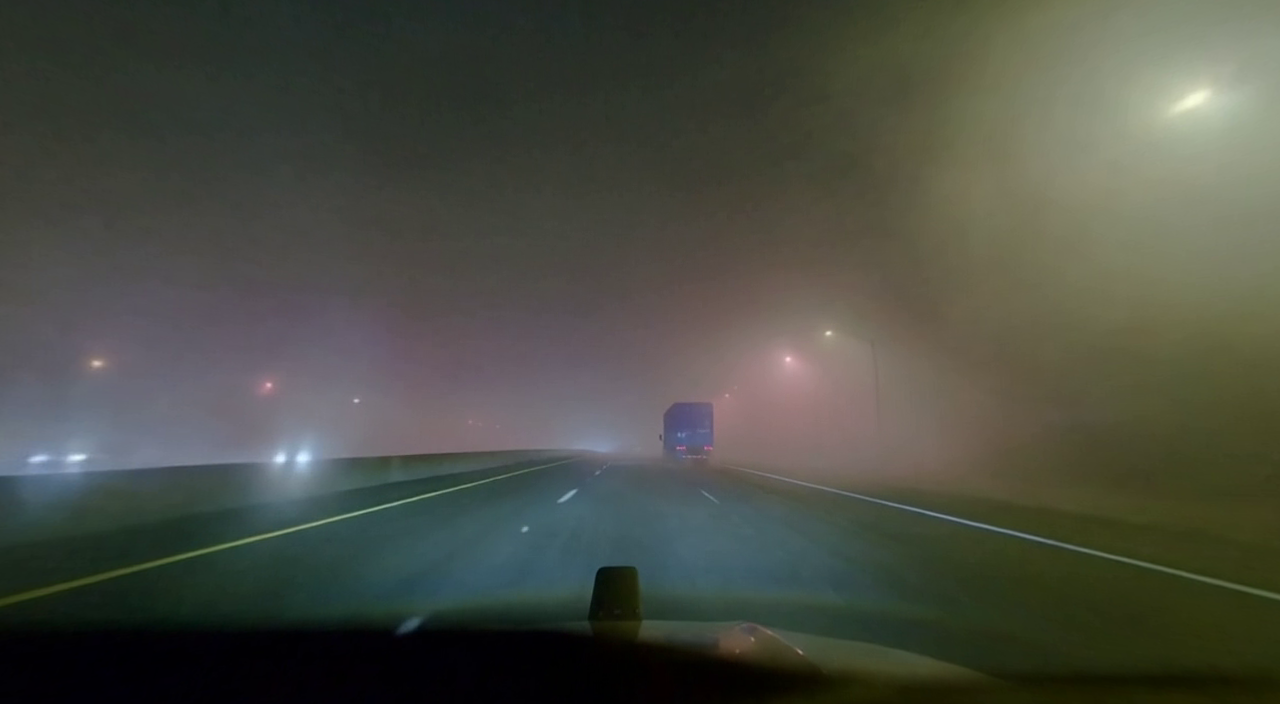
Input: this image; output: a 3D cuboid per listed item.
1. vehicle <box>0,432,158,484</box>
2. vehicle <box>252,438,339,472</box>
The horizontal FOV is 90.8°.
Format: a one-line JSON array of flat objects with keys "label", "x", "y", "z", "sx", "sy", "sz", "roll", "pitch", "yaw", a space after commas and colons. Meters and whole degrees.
[{"label": "vehicle", "x": -23.248, "y": 4.376, "z": 26.398, "sx": 2.286, "sy": 1.933, "sz": 4.978, "roll": 0, "pitch": -9, "yaw": -1}, {"label": "vehicle", "x": -19.355, "y": 5.792, "z": 35.795, "sx": 2.143, "sy": 1.756, "sz": 4.940, "roll": 0, "pitch": -8, "yaw": -1}]
